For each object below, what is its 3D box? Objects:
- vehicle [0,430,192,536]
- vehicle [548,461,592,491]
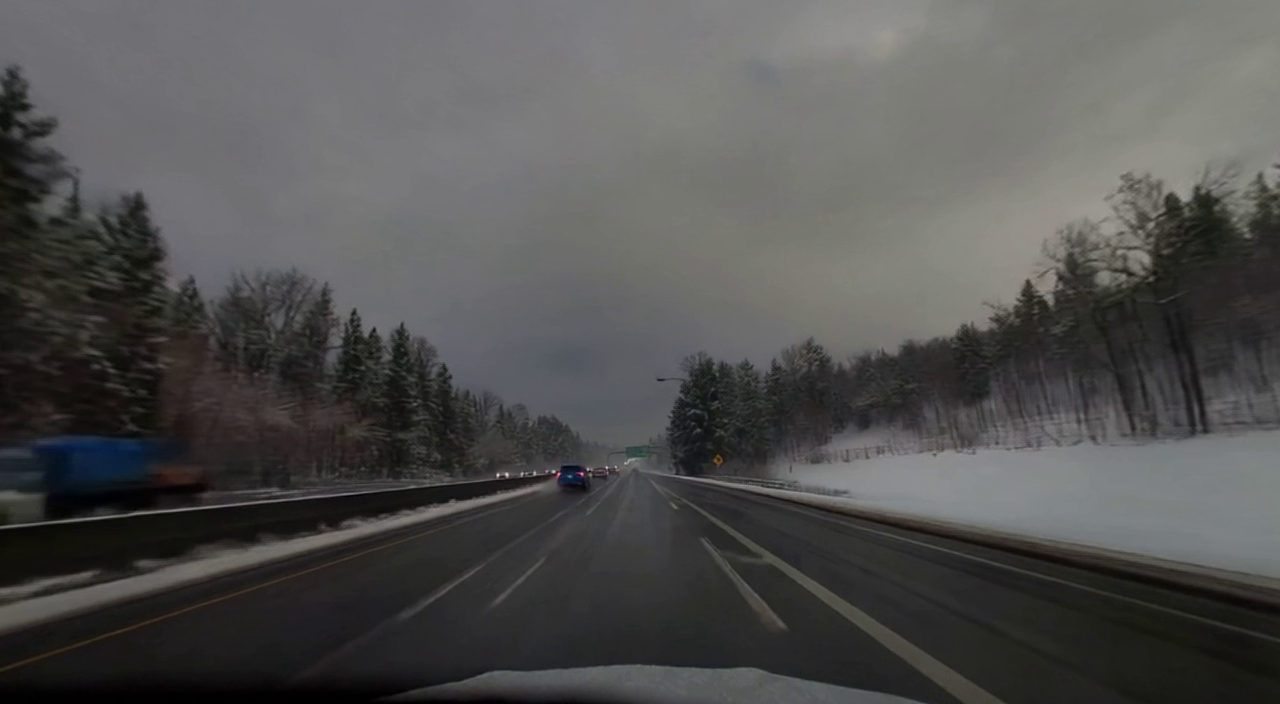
[{"bbox_3d":[-17.411,3.882,19.040,2.252,2.648,7.327,1,-10,0],"label":"vehicle"},{"bbox_3d":[-4.041,7.274,37.115,2.068,1.592,4.479,1,-10,0],"label":"vehicle"}]
